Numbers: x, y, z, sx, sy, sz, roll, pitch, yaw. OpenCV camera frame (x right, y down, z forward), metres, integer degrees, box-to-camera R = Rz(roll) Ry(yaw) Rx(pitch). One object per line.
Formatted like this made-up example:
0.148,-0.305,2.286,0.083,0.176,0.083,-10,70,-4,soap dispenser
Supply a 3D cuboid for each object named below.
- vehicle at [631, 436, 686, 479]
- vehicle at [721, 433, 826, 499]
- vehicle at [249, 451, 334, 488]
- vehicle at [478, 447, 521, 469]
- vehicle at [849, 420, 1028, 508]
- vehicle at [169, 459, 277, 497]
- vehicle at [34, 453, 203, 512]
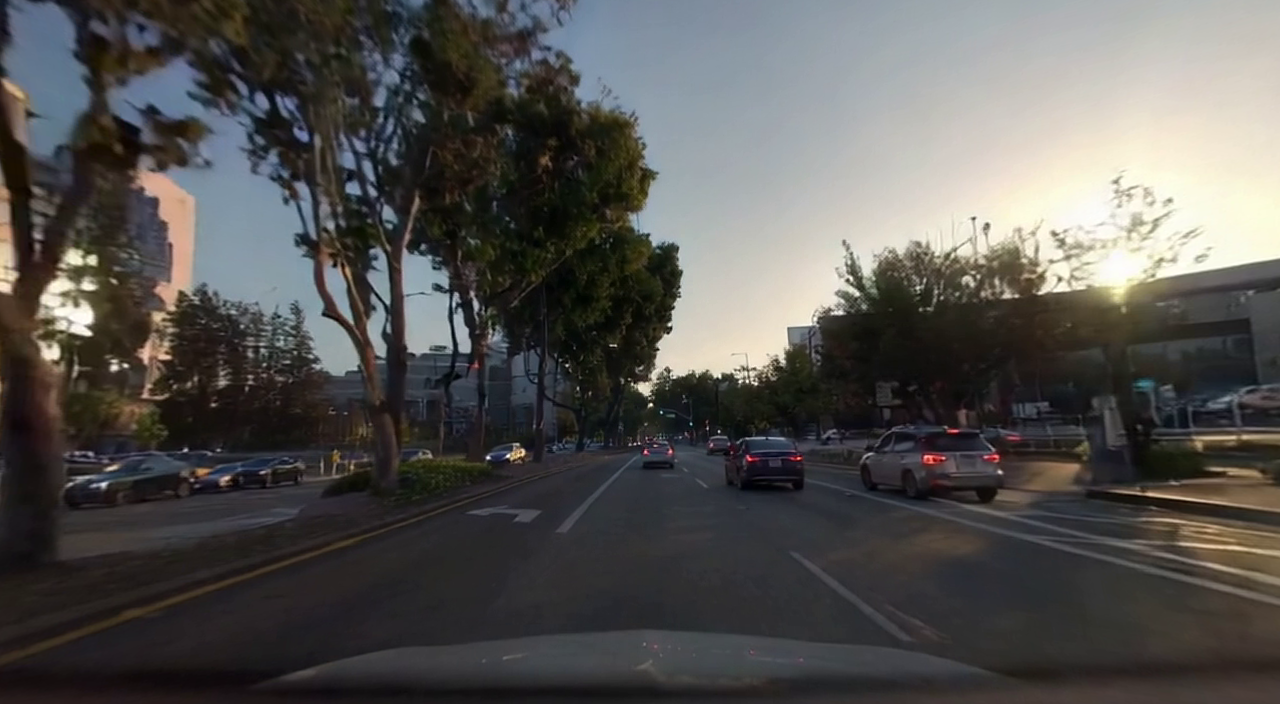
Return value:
0.709,4.390,26.443,2.125,1.669,3.880,0,-8,0,vehicle
3.582,3.150,17.866,1.931,1.591,4.708,0,-8,0,vehicle
-18.004,6.062,32.840,1.847,1.730,4.530,0,-8,0,vehicle
-10.261,7.788,46.389,1.941,1.477,4.482,-1,-8,2,vehicle
6.881,2.630,15.248,1.963,1.783,4.722,0,-8,-1,vehicle
-18.167,5.486,27.734,1.716,1.412,4.335,0,-8,1,vehicle
-18.075,4.489,22.225,1.954,1.779,4.635,0,-8,0,vehicle
